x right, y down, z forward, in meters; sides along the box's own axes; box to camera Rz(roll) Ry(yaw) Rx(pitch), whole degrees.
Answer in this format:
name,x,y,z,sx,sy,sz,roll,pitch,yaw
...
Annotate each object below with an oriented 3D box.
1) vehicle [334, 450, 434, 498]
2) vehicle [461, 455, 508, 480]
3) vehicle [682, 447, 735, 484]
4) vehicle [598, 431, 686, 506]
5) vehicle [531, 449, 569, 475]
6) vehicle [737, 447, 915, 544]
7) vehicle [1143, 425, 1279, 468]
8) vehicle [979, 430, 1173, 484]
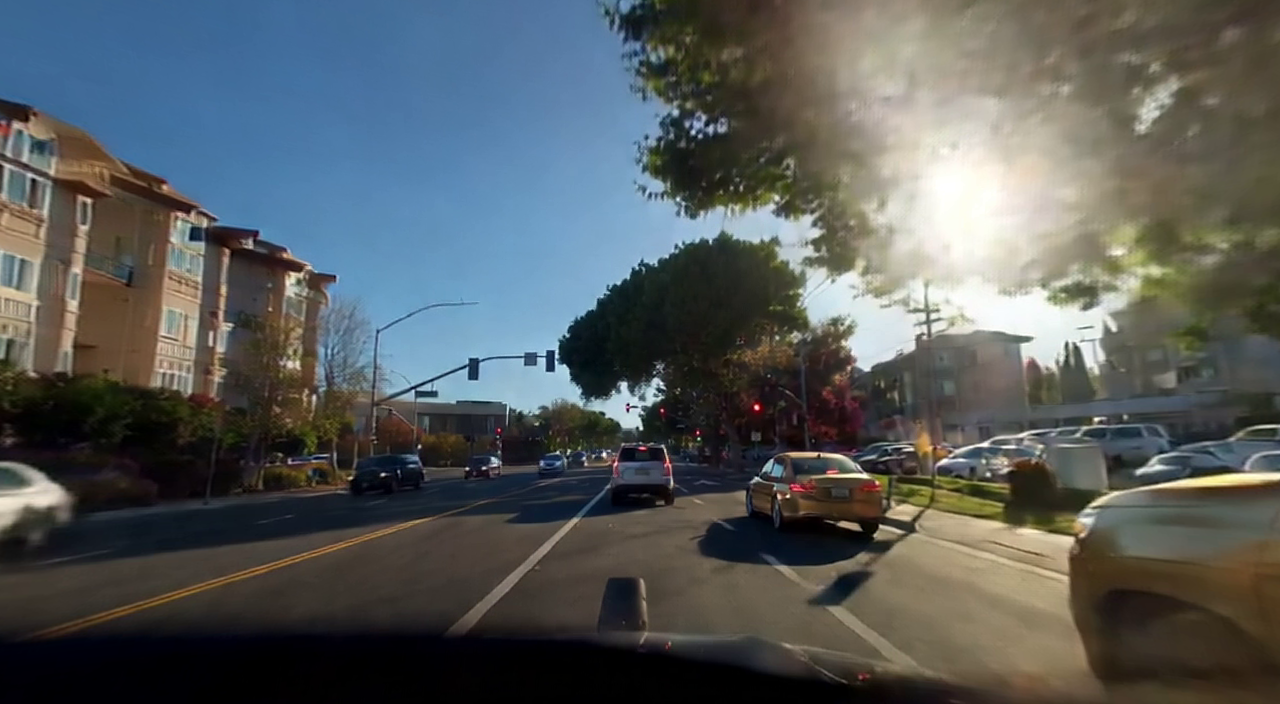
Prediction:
name,x,y,z,sx,sy,sz,roll,pitch,yaw
vehicle,-10.394,4.944,25.968,2.161,1.764,4.725,0,-9,-1
vehicle,-10.138,7.546,41.226,1.962,1.458,4.505,0,-9,0
vehicle,3.382,5.692,31.840,2.138,1.729,4.178,0,-9,-1
vehicle,0.032,3.370,18.583,2.296,1.947,4.168,0,-9,-1
vehicle,-6.494,7.969,45.732,2.092,1.802,4.270,0,-9,1
vehicle,3.244,2.565,12.018,1.900,1.478,4.425,0,-9,-2
vehicle,26.776,4.394,29.275,4.704,1.919,2.130,0,-9,-1
vehicle,13.695,3.301,19.927,4.648,1.583,2.018,0,-9,-2
